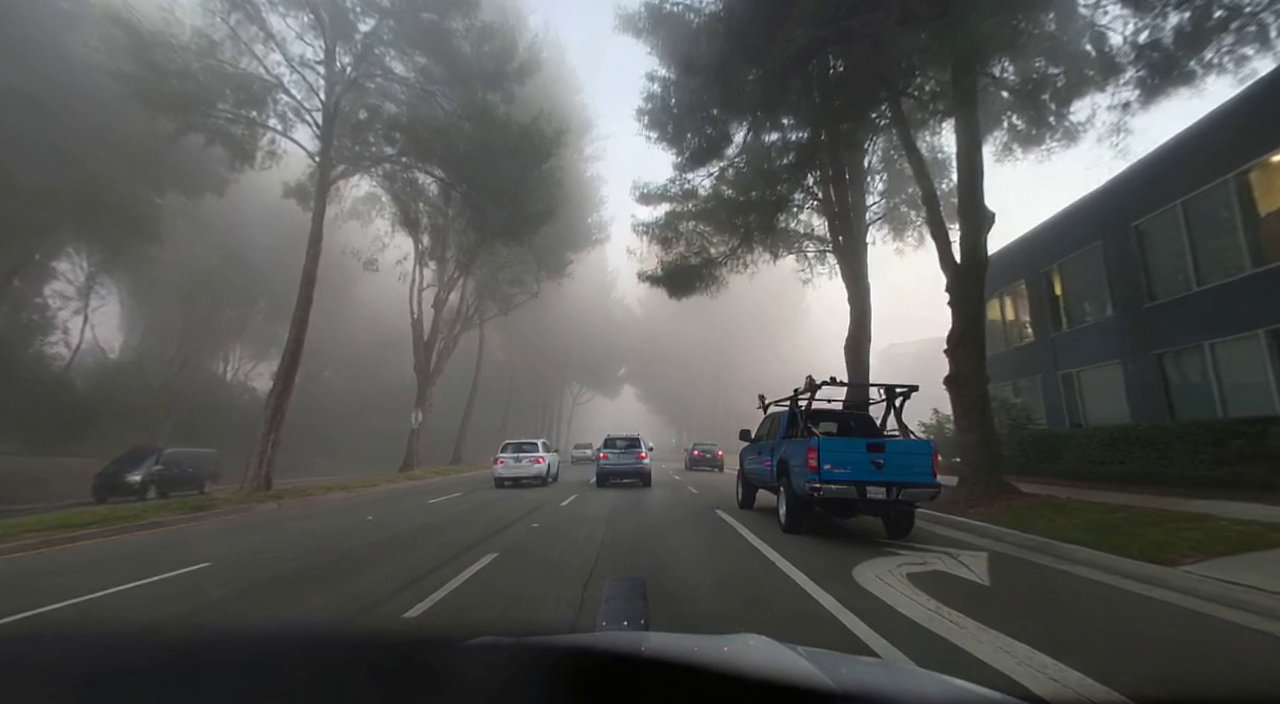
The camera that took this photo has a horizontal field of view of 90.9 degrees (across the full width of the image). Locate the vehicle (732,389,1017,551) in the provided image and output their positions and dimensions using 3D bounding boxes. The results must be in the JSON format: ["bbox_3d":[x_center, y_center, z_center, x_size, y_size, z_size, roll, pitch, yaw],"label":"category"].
[{"bbox_3d":[3.435,1.951,11.152,2.655,2.054,6.098,0,-8,0],"label":"vehicle"}]

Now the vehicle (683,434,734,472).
[{"bbox_3d":[3.694,5.549,34.958,2.183,1.948,4.633,0,-8,-1],"label":"vehicle"}]

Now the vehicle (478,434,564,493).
[{"bbox_3d":[-3.587,3.441,19.736,1.894,1.642,3.861,0,-8,1],"label":"vehicle"}]

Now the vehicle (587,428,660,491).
[{"bbox_3d":[-0.461,3.369,20.011,2.075,1.770,4.018,0,-8,0],"label":"vehicle"}]

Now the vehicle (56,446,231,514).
[{"bbox_3d":[-15.023,3.844,19.461,1.889,1.743,4.296,-3,-8,1],"label":"vehicle"}]
